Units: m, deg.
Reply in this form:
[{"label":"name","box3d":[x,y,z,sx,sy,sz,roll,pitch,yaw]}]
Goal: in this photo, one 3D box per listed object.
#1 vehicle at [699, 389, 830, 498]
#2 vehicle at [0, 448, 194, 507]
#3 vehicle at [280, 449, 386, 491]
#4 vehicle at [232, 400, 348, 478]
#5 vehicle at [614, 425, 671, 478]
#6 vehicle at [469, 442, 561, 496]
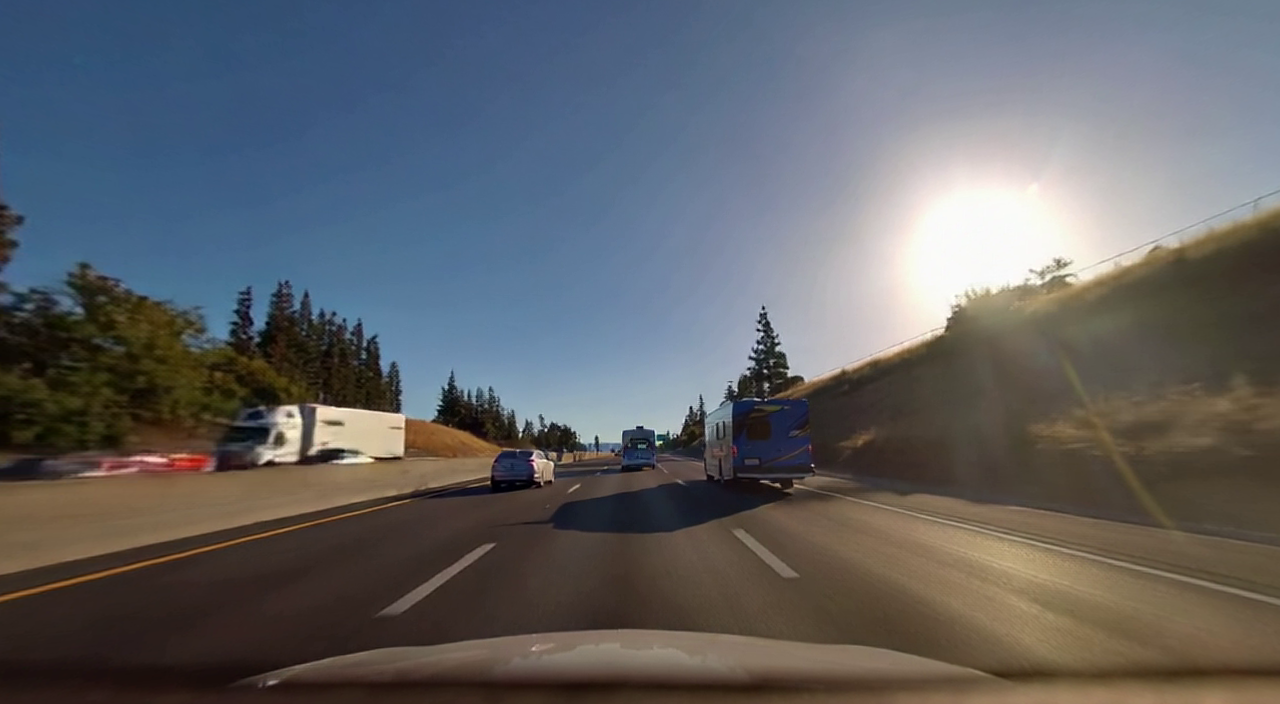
[{"label":"vehicle","box3d":[3.656,2.985,20.542,2.607,2.910,7.252,0,-9,-1]},{"label":"vehicle","box3d":[-15.783,3.605,18.632,2.046,1.505,4.296,0,-9,0]},{"label":"vehicle","box3d":[-11.656,4.496,24.367,1.830,1.440,4.453,0,-9,0]},{"label":"vehicle","box3d":[-19.544,4.955,35.744,2.976,3.963,5.961,0,-9,0]},{"label":"vehicle","box3d":[0.089,4.814,30.610,2.524,2.310,4.986,0,-9,0]},{"label":"vehicle","box3d":[-3.801,3.642,20.056,1.959,1.502,4.559,0,-9,0]}]
